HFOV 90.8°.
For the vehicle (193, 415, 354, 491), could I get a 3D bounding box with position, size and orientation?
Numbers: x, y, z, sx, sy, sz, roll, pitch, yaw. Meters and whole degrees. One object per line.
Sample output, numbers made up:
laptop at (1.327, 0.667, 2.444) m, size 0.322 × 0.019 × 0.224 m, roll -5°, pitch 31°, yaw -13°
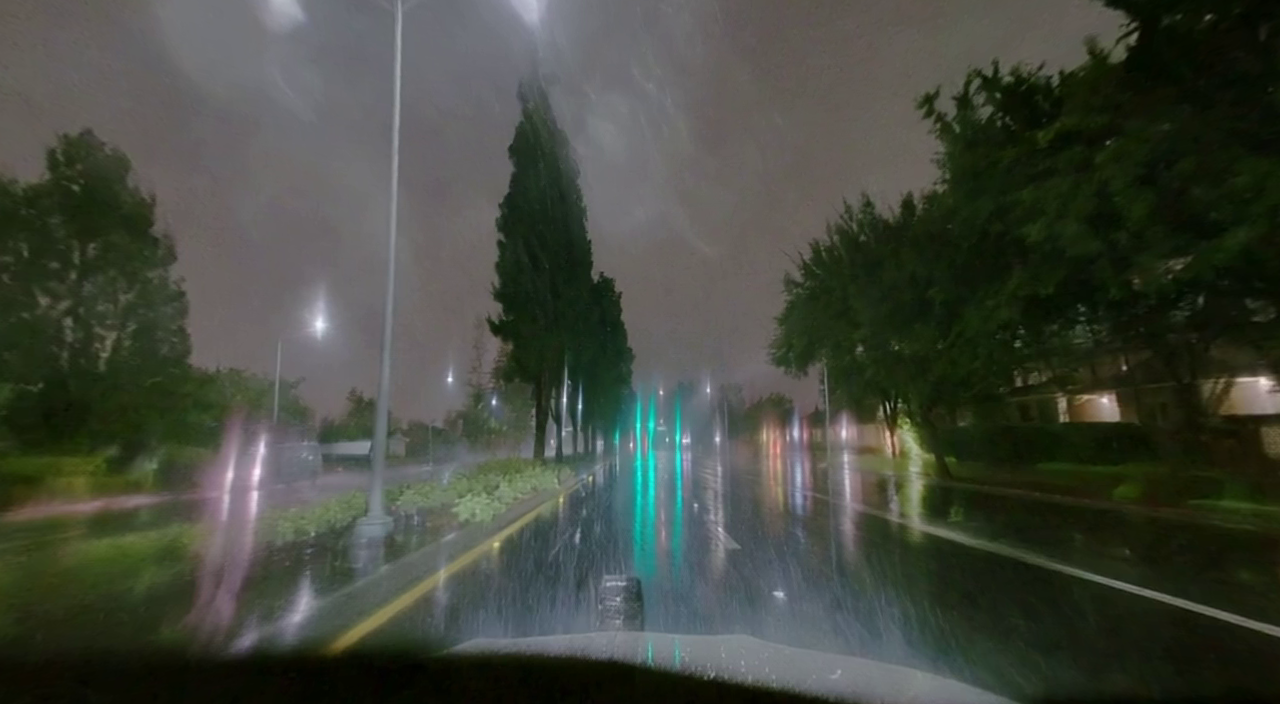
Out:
vehicle at (-19.499, 5.503, 34.726) m, size 2.866 × 3.528 × 9.798 m, roll 0°, pitch -9°, yaw 0°
